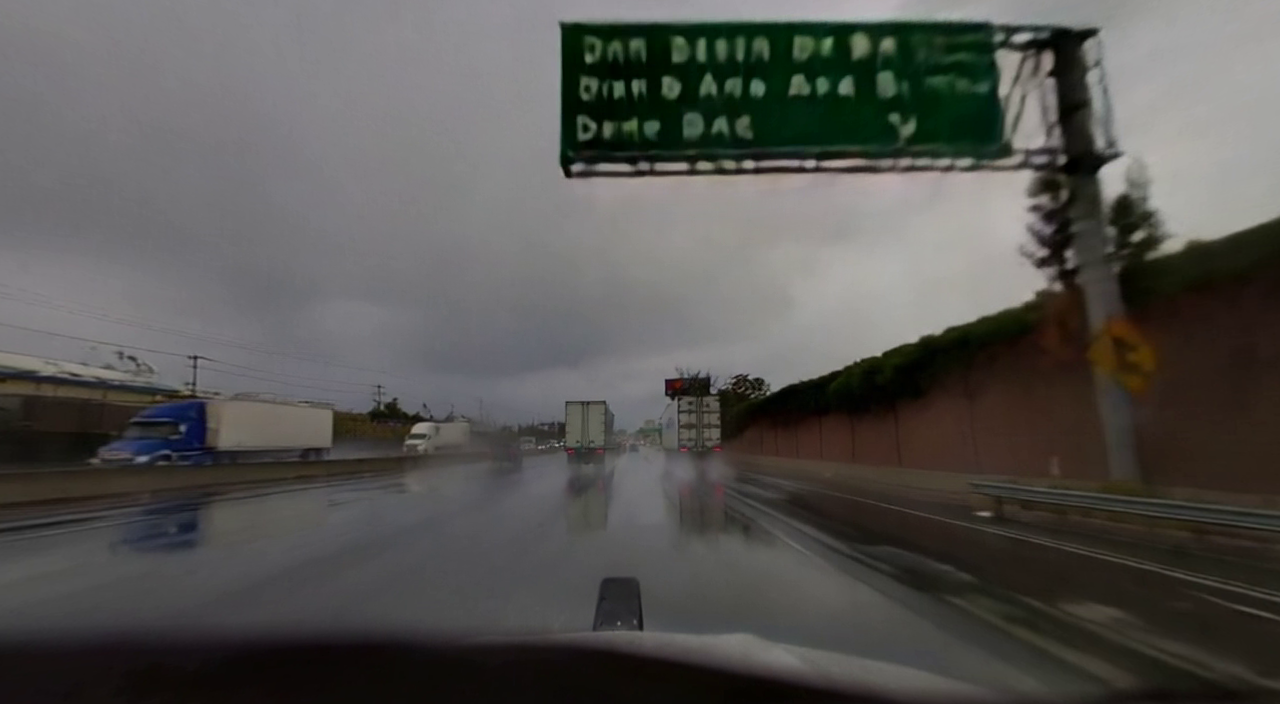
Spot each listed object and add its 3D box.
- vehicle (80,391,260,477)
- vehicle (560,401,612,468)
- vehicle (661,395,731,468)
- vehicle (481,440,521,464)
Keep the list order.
[{"bbox_3d":[-23.293,4.213,32.129,3.052,3.783,7.778,0,-8,0],"label":"vehicle"},{"bbox_3d":[-3.635,5.957,45.947,2.848,4.098,13.421,1,-7,-1],"label":"vehicle"},{"bbox_3d":[3.324,5.435,43.024,2.908,3.898,17.275,2,-8,-1],"label":"vehicle"},{"bbox_3d":[-10.292,7.457,47.245,2.132,1.679,4.045,0,-8,-1],"label":"vehicle"}]
